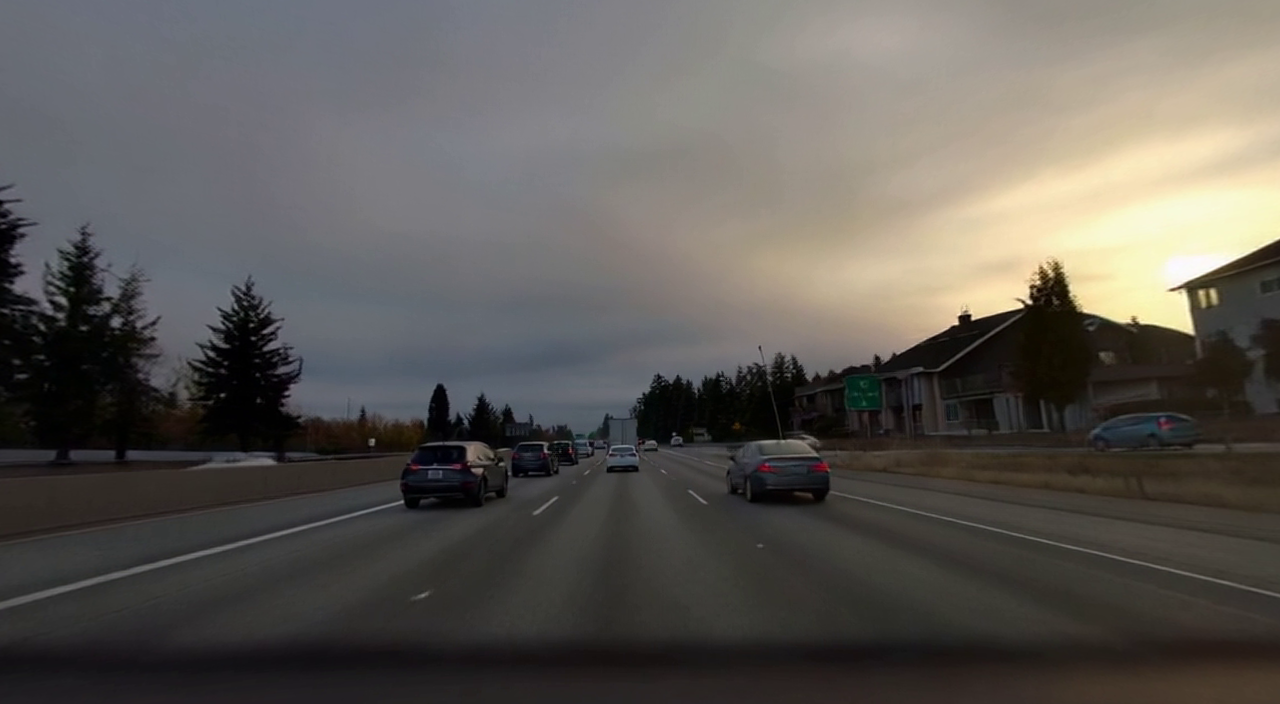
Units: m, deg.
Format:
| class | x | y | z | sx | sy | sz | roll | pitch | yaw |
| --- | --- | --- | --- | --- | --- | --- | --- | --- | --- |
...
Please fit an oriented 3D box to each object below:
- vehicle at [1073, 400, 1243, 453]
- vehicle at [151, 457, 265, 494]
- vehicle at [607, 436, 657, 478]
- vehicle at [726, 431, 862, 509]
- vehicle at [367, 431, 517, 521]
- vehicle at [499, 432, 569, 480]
| class | x | y | z | sx | sy | sz | roll | pitch | yaw |
| --- | --- | --- | --- | --- | --- | --- | --- | --- | --- |
| vehicle | 17.997 | 2.693 | 22.260 | 2.048 | 1.674 | 4.106 | 2 | -9 | -13 |
| vehicle | -19.140 | 5.461 | 28.300 | 1.839 | 1.457 | 4.701 | 0 | -9 | -1 |
| vehicle | -0.402 | 4.706 | 28.463 | 2.063 | 1.703 | 4.203 | 0 | -9 | -2 |
| vehicle | 3.390 | 2.709 | 14.889 | 2.027 | 1.554 | 4.252 | 0 | -9 | -2 |
| vehicle | -4.109 | 2.631 | 13.900 | 1.988 | 1.668 | 4.021 | 0 | -9 | 0 |
| vehicle | -4.639 | 4.678 | 28.642 | 2.301 | 1.944 | 5.482 | 0 | -9 | -1 |
